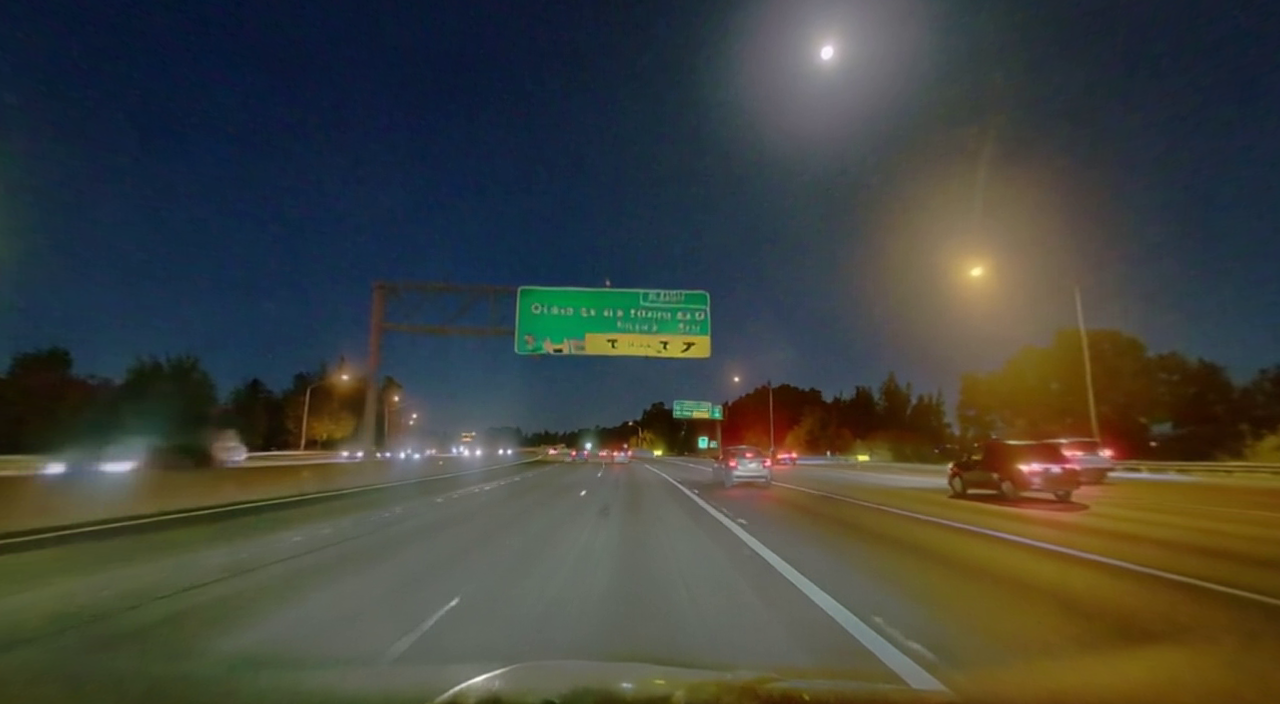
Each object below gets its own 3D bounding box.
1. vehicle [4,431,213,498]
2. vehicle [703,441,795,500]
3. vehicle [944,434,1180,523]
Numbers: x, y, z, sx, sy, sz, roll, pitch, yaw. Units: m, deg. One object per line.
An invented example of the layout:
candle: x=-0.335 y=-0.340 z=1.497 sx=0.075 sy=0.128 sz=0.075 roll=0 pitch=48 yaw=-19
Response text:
vehicle: x=-16.976 y=3.635 z=20.656 sx=2.148 sy=1.902 sz=5.385 roll=0 pitch=-9 yaw=-1
vehicle: x=3.116 y=3.505 z=18.857 sx=1.975 sy=1.562 sz=3.823 roll=0 pitch=-9 yaw=-1
vehicle: x=9.034 y=2.751 z=14.153 sx=1.909 sy=1.634 sz=4.739 roll=0 pitch=-9 yaw=-1
